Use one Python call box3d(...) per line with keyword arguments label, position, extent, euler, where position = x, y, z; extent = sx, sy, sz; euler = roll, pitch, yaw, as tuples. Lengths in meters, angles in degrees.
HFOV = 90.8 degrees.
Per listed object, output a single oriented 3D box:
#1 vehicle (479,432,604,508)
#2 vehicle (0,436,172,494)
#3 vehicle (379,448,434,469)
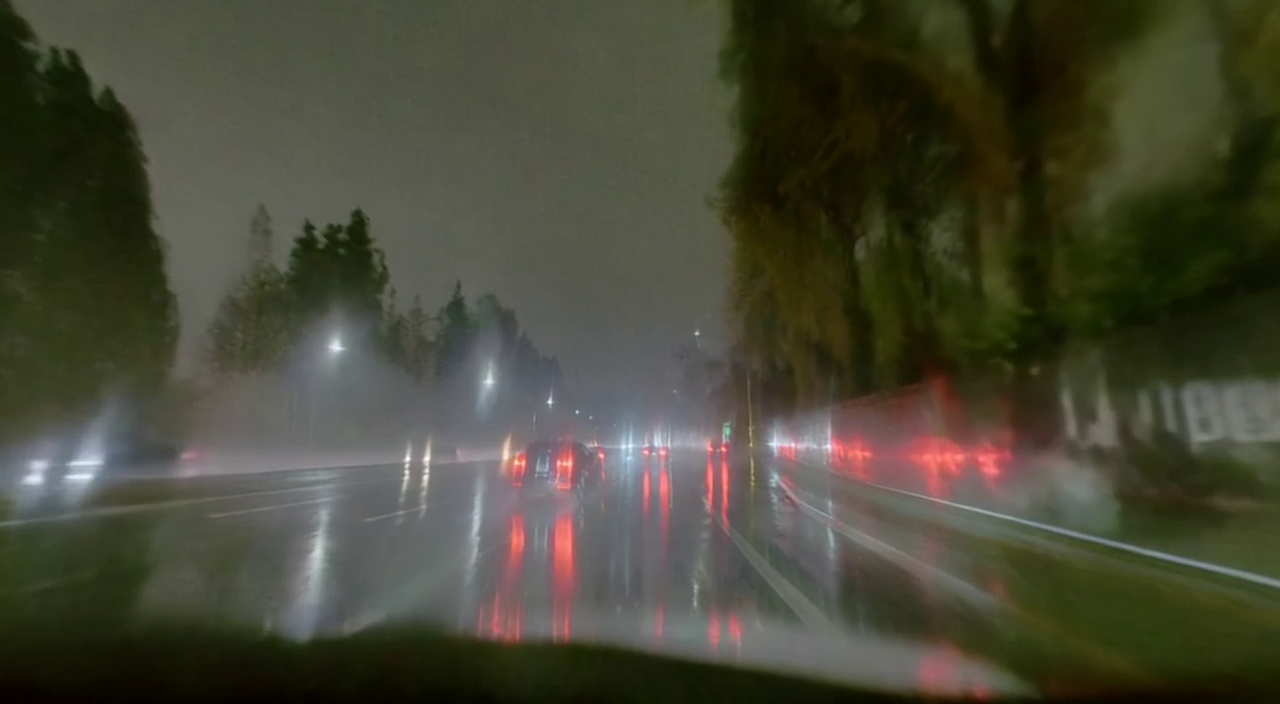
box3d(label="vehicle", position=(-2.316, 2.949, 16.344), extent=(2.082, 1.638, 4.644), euler=(-1, -8, 5))
box3d(label="vehicle", position=(-17.697, 3.515, 20.085), extent=(1.918, 1.628, 4.502), euler=(-1, -8, 5))
box3d(label="vehicle", position=(-17.268, 7.860, 46.935), extent=(1.795, 1.454, 4.467), euler=(-1, -8, 9))
